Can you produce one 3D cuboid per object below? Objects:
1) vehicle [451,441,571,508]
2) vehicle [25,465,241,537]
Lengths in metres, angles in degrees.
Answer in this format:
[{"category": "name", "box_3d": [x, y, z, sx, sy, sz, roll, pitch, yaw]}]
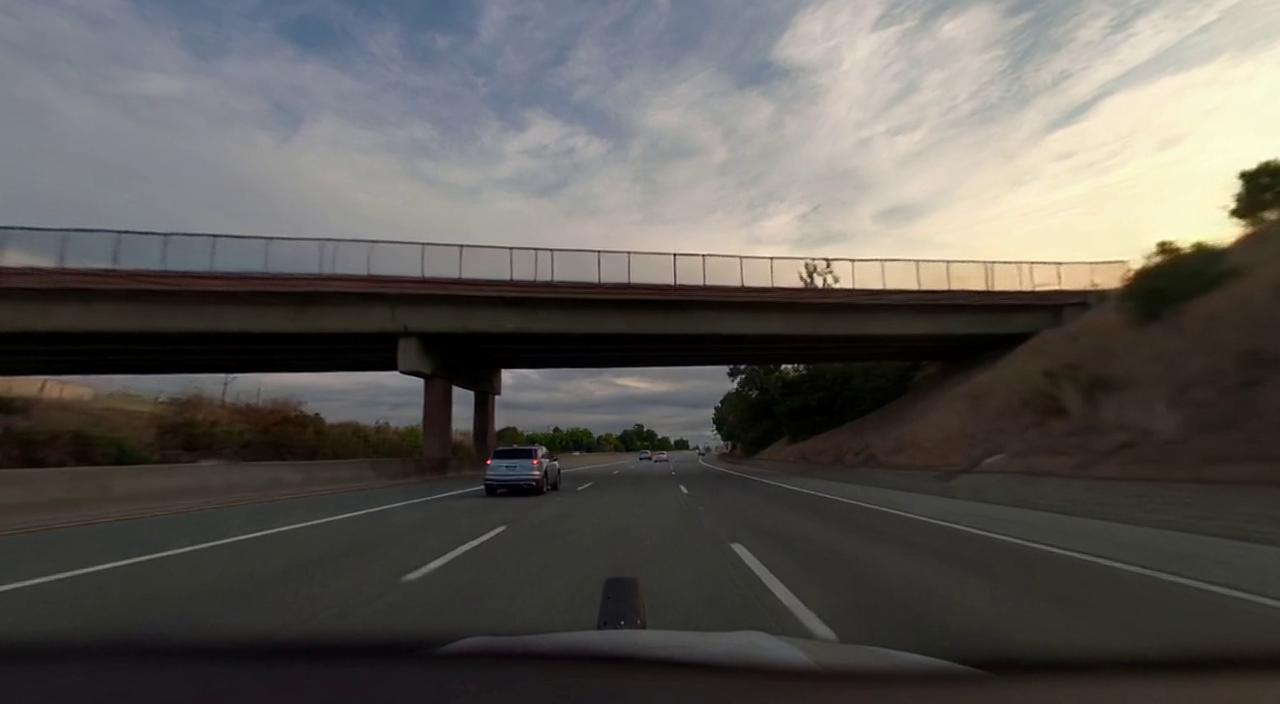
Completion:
[{"category": "vehicle", "box_3d": [-3.431, 3.380, 17.887, 2.274, 1.628, 4.807, 0, -9, 2]}, {"category": "vehicle", "box_3d": [-12.363, 3.607, 15.839, 1.822, 1.448, 4.297, 0, -9, 0]}]
